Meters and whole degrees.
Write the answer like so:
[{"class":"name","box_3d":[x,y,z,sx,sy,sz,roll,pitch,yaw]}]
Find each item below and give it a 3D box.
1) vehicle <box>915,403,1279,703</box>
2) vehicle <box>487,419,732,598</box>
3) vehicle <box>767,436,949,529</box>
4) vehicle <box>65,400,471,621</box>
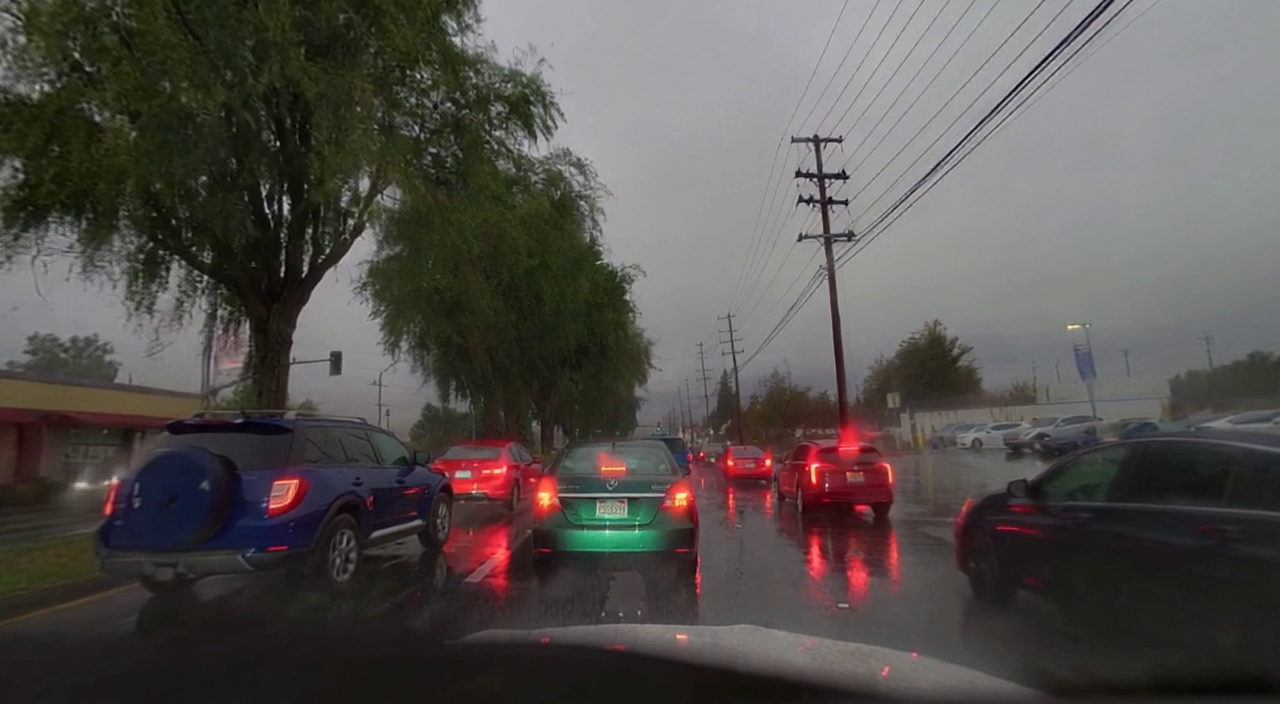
[{"class":"vehicle","box_3d":[3.652,1.134,3.777,1.929,1.479,4.723,0,-9,1]},{"class":"vehicle","box_3d":[-0.322,1.632,7.396,2.097,1.511,3.809,0,-9,-2]},{"class":"vehicle","box_3d":[3.923,2.416,12.317,1.909,1.473,4.361,0,-9,-1]},{"class":"vehicle","box_3d":[-3.450,1.540,7.082,1.979,1.697,4.254,0,-9,-1]}]
